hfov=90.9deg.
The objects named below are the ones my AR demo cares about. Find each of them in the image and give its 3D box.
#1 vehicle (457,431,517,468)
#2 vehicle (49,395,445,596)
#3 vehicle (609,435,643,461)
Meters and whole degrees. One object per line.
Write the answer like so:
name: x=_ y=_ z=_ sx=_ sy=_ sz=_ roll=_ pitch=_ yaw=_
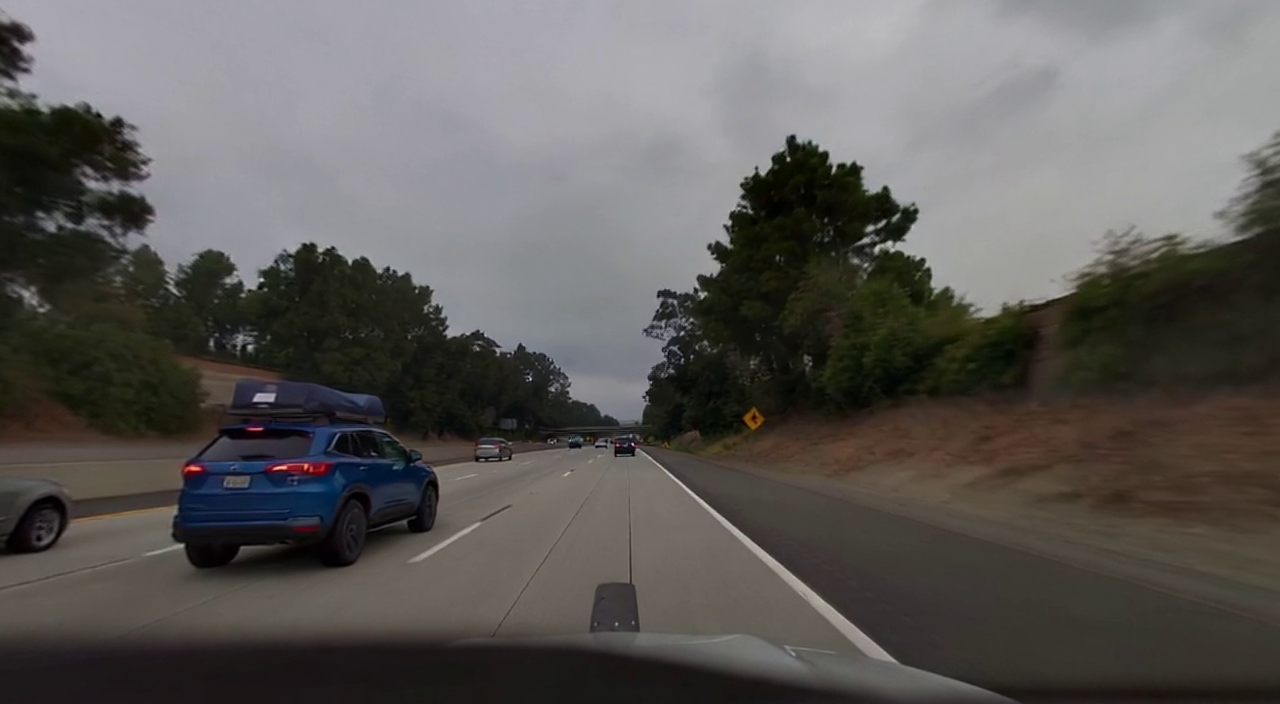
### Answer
vehicle: x=-7.848 y=5.016 z=32.736 sx=1.964 sy=1.745 sz=4.338 roll=0 pitch=-8 yaw=1
vehicle: x=-4.200 y=1.574 z=7.964 sx=2.069 sy=1.748 sz=4.652 roll=0 pitch=-8 yaw=-1
vehicle: x=-0.925 y=6.354 z=42.030 sx=2.178 sy=1.658 sz=3.916 roll=0 pitch=-8 yaw=-1
